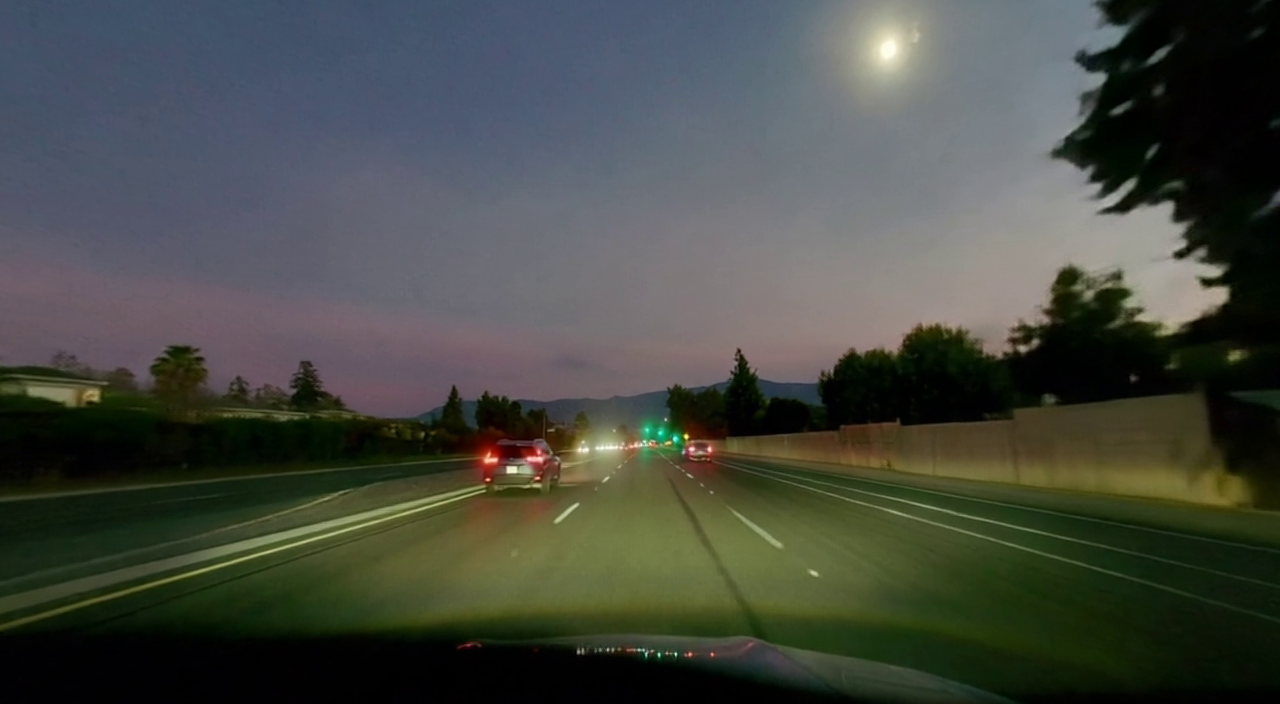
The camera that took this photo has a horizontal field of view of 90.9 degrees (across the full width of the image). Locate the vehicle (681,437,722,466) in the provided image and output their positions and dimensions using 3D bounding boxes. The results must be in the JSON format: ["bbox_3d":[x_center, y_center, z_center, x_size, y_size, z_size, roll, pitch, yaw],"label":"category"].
[{"bbox_3d":[3.945,6.458,41.174,2.114,1.780,4.445,0,-8,-1],"label":"vehicle"}]

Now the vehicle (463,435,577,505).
[{"bbox_3d":[-2.884,2.927,16.161,1.966,1.524,4.410,0,-8,1],"label":"vehicle"}]
